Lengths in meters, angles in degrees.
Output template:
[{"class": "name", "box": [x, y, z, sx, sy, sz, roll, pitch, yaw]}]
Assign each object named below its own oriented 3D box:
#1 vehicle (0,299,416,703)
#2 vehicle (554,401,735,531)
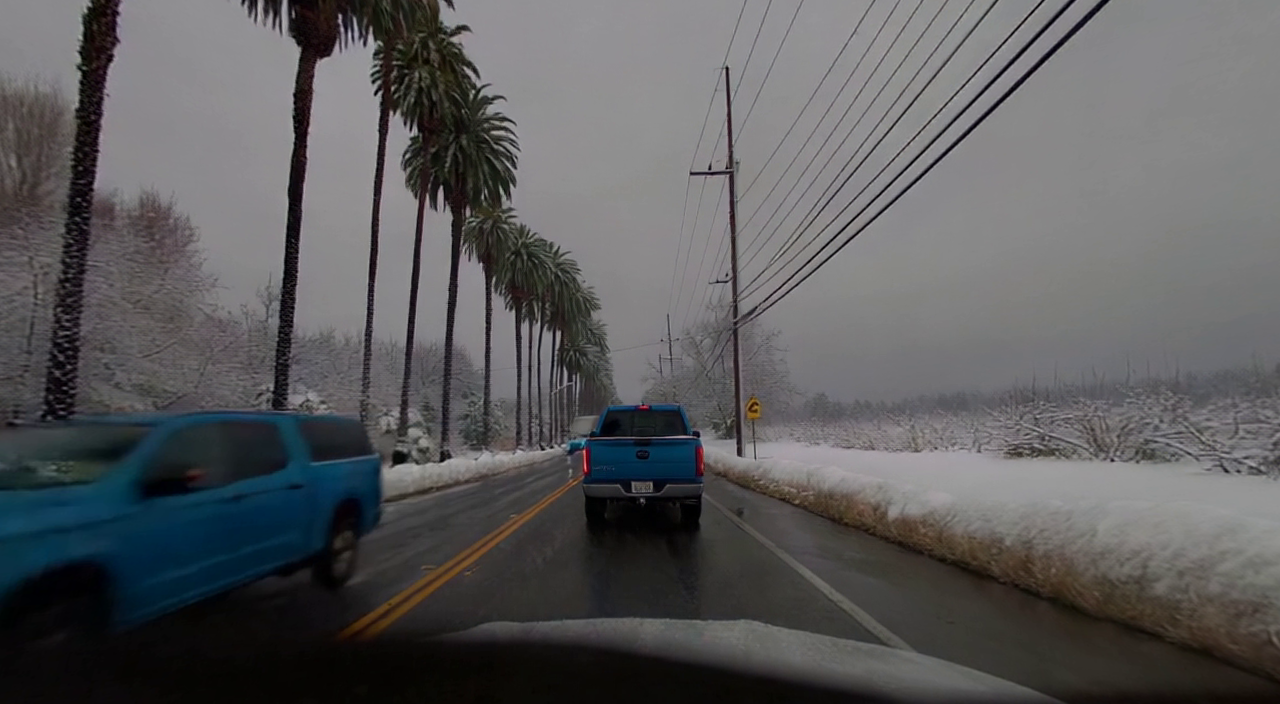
[{"class": "vehicle", "box": [-4.292, 1.161, 5.589, 2.590, 2.032, 5.566, 0, -8, -1]}, {"class": "vehicle", "box": [0.053, 2.202, 12.760, 2.803, 2.005, 5.885, 0, -8, 0]}]
